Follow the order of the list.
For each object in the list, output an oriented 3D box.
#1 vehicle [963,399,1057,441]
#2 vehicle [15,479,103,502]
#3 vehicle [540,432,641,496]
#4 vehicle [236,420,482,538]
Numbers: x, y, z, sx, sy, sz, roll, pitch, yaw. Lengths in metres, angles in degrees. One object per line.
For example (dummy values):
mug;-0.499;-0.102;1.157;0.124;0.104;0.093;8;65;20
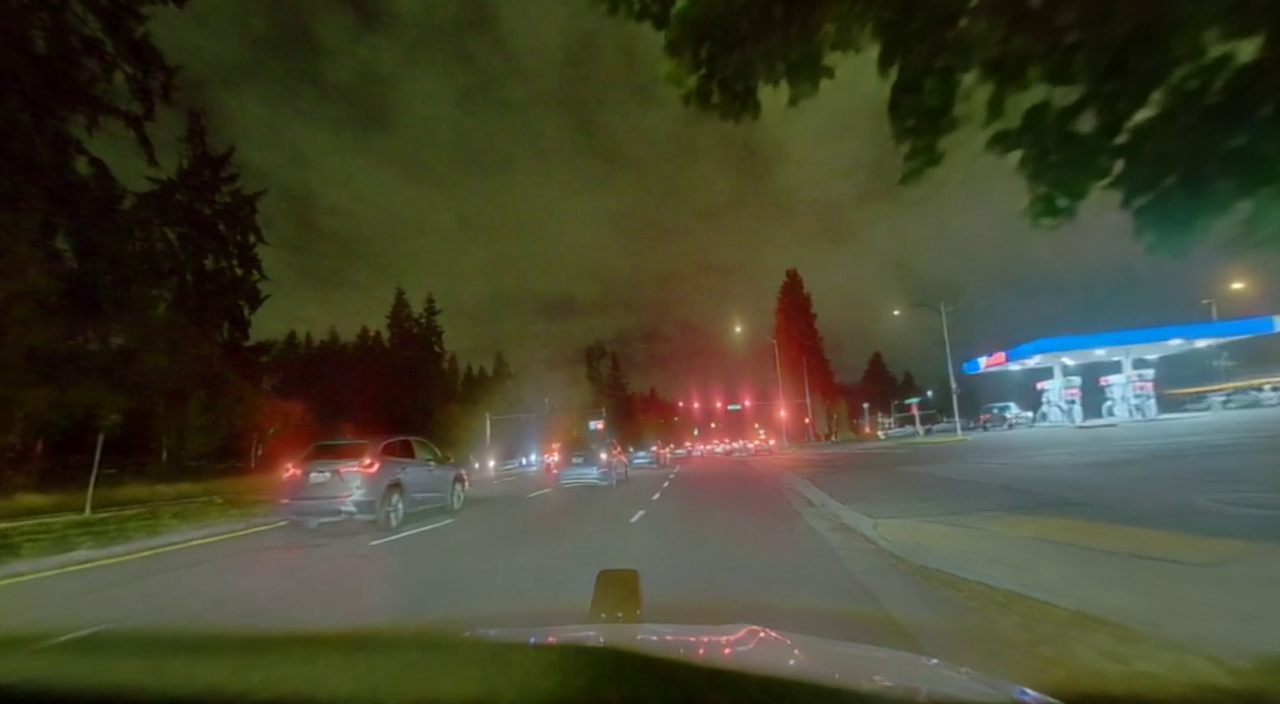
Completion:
vehicle;21.552;4.085;37.023;2.322;2.152;5.668;-2;-8;4
vehicle;-40.964;9.768;44.412;4.384;1.490;2.031;-1;-10;6
vehicle;-1.260;3.114;17.855;2.060;1.580;3.980;-1;-9;8
vehicle;-4.954;2.306;12.096;2.102;1.774;4.662;-1;-9;7
